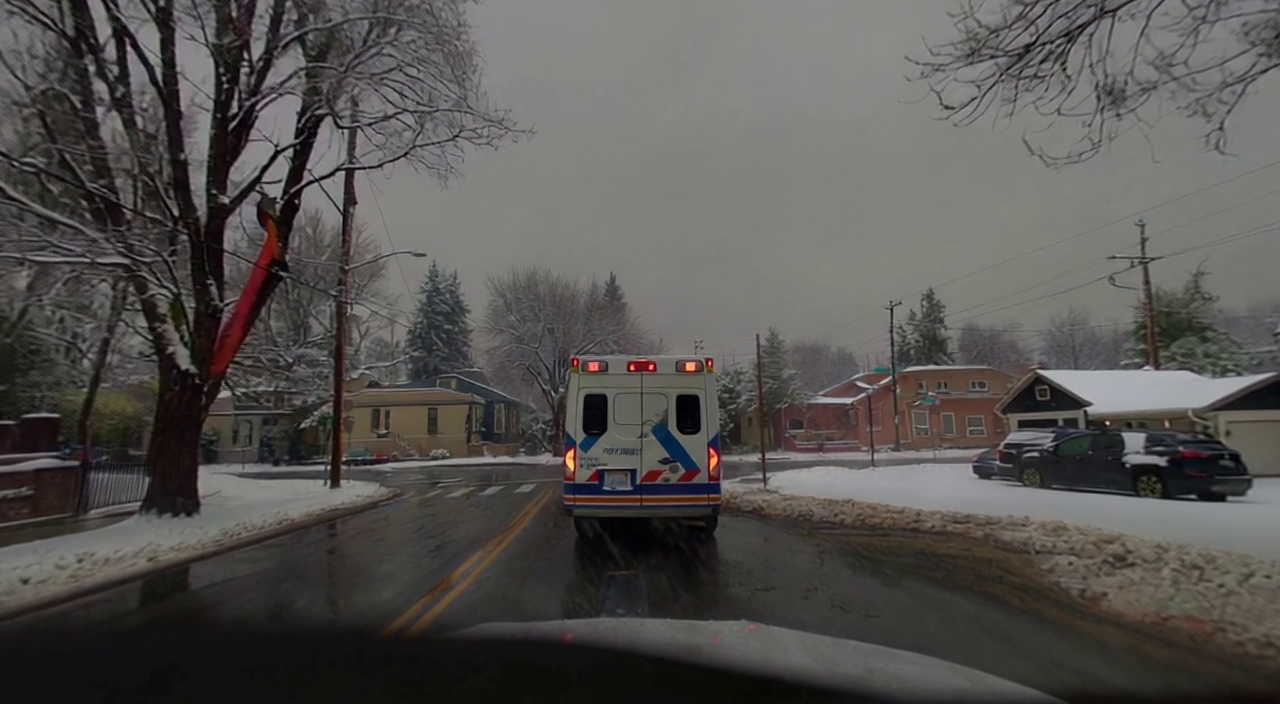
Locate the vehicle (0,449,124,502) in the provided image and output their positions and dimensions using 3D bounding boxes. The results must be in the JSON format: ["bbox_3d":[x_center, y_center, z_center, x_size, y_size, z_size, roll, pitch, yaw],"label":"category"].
[{"bbox_3d":[-18.771,3.708,19.162,4.412,1.468,1.914,0,-8,-3],"label":"vehicle"}]

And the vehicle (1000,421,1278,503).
[{"bbox_3d":[13.157,2.945,17.128,5.270,1.966,2.329,-2,-8,11],"label":"vehicle"}]

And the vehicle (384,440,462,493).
[{"bbox_3d":[-8.502,4.335,24.484,2.290,1.776,4.947,3,-9,-24],"label":"vehicle"}]

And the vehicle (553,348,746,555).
[{"bbox_3d":[0.141,1.659,10.903,2.444,2.640,5.482,0,-8,1],"label":"vehicle"}]
